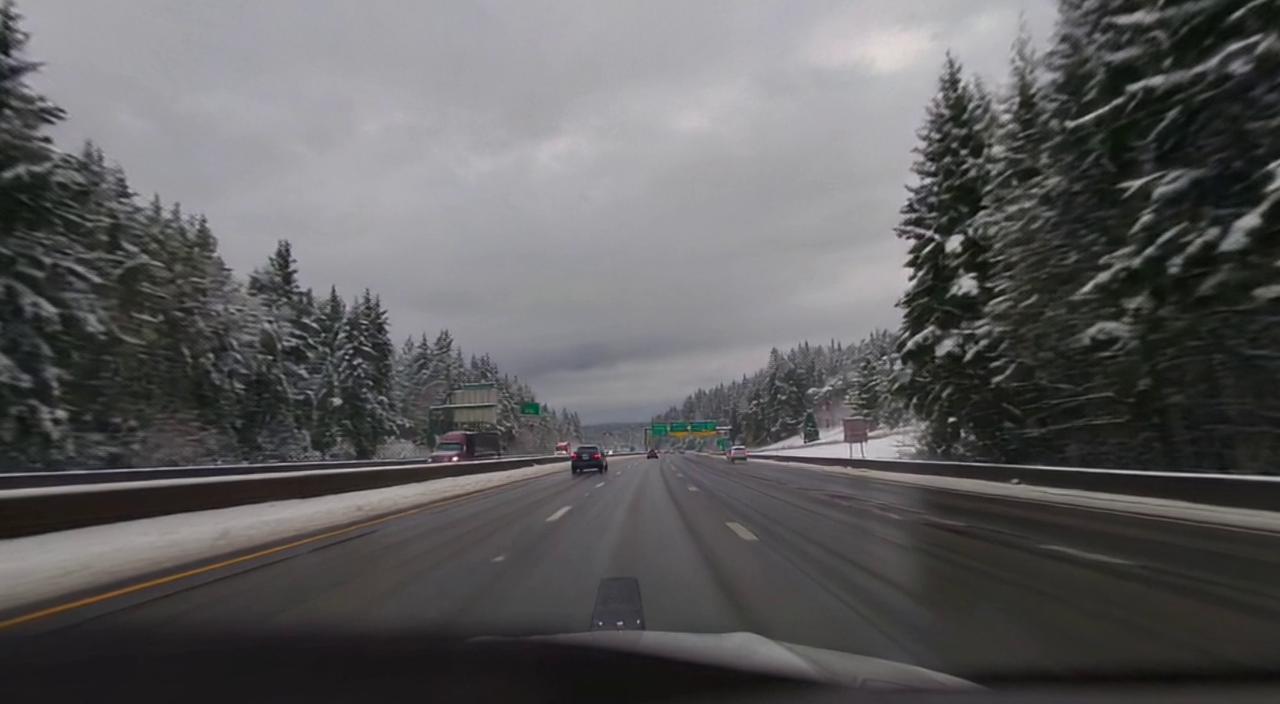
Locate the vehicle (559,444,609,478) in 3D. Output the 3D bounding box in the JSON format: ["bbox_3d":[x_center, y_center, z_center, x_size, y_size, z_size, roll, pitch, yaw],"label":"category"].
[{"bbox_3d":[-2.853,5.672,33.125,2.086,1.650,4.122,0,-9,2],"label":"vehicle"}]

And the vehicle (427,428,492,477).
[{"bbox_3d":[-13.343,7.502,47.274,2.450,3.334,7.290,0,-9,2],"label":"vehicle"}]
